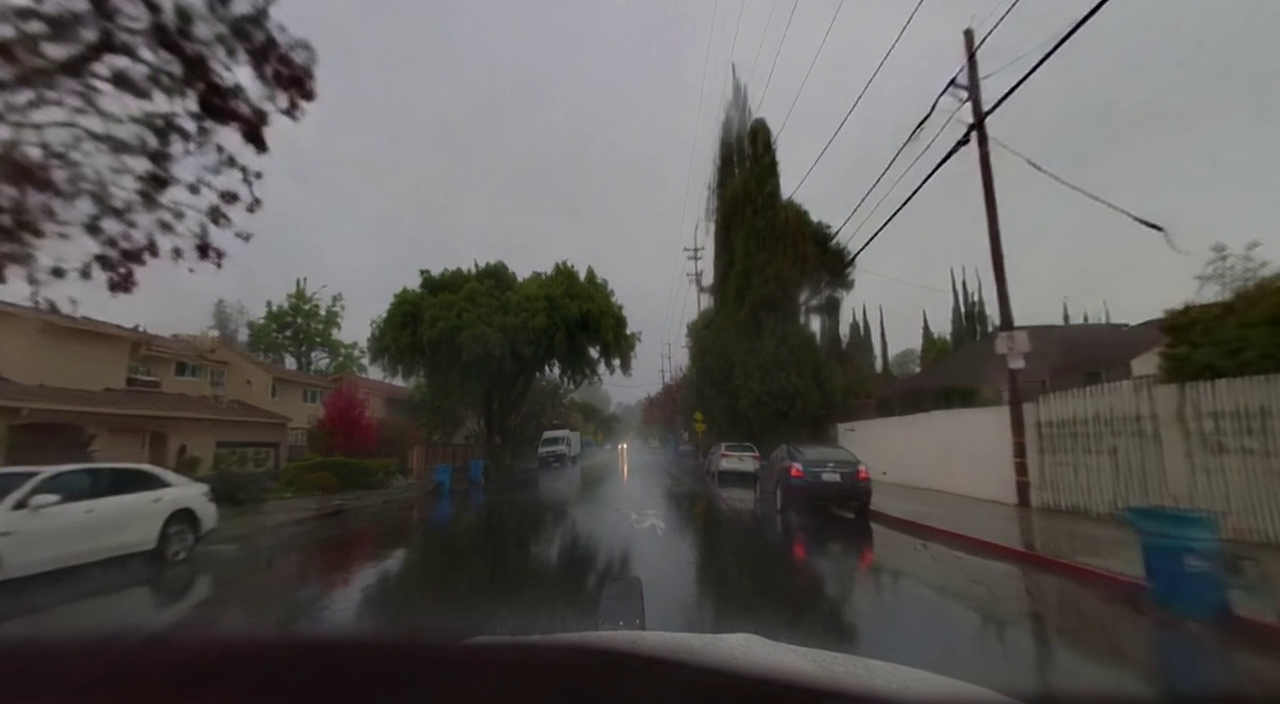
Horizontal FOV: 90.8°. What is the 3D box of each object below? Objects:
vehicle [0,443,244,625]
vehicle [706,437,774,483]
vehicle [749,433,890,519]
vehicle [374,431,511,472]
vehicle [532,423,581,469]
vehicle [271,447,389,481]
[{"bbox_3d":[-6.549,1.764,6.332,2.062,1.500,4.629,-3,-7,3],"label":"vehicle"},{"bbox_3d":[3.665,4.047,24.032,1.970,1.530,4.899,0,-8,2],"label":"vehicle"},{"bbox_3d":[3.507,2.475,13.165,1.903,1.500,4.057,0,-8,3],"label":"vehicle"},{"bbox_3d":[-10.523,5.351,34.102,6.540,2.079,2.565,0,-8,1],"label":"vehicle"},{"bbox_3d":[-5.768,6.610,44.463,2.313,2.875,6.057,-4,-8,2],"label":"vehicle"},{"bbox_3d":[-14.665,5.312,30.103,4.565,1.489,1.950,0,-8,-2],"label":"vehicle"}]
